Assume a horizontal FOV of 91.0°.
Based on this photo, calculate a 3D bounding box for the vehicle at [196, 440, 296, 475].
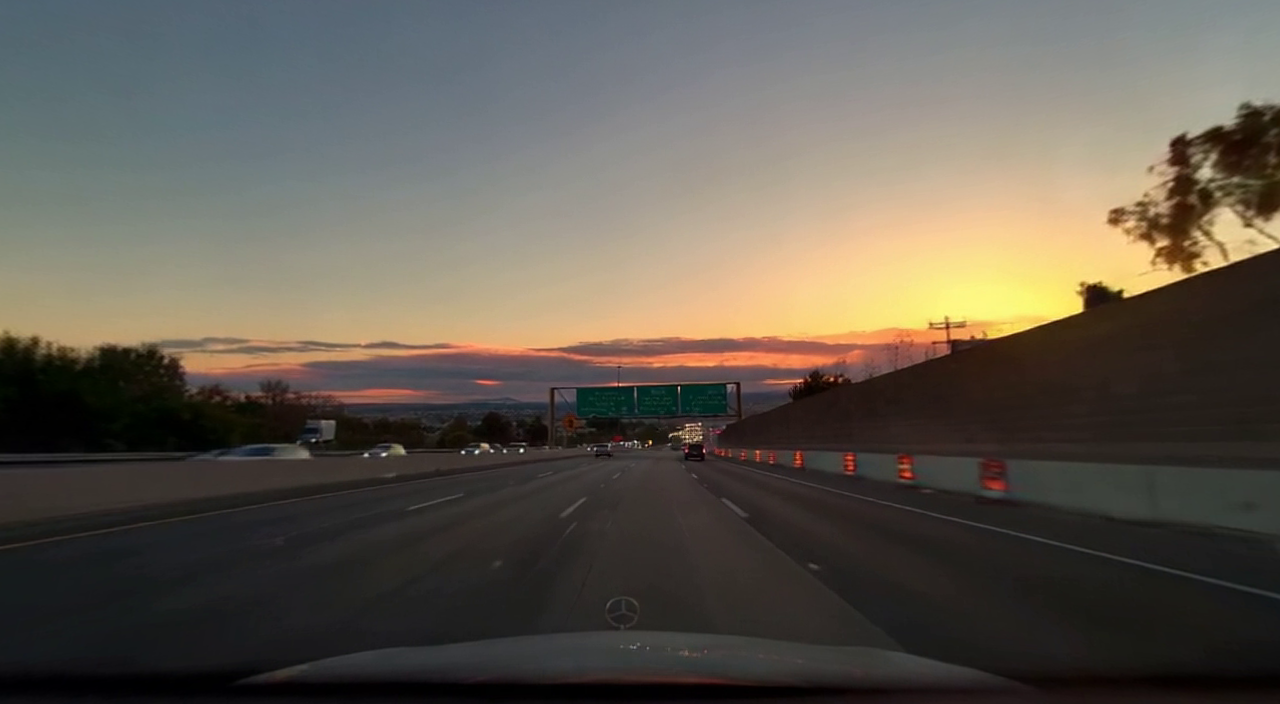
[{"bbox_3d":[-19.248,5.169,31.011,1.906,1.568,4.357,-1,-9,3],"label":"vehicle"}]
